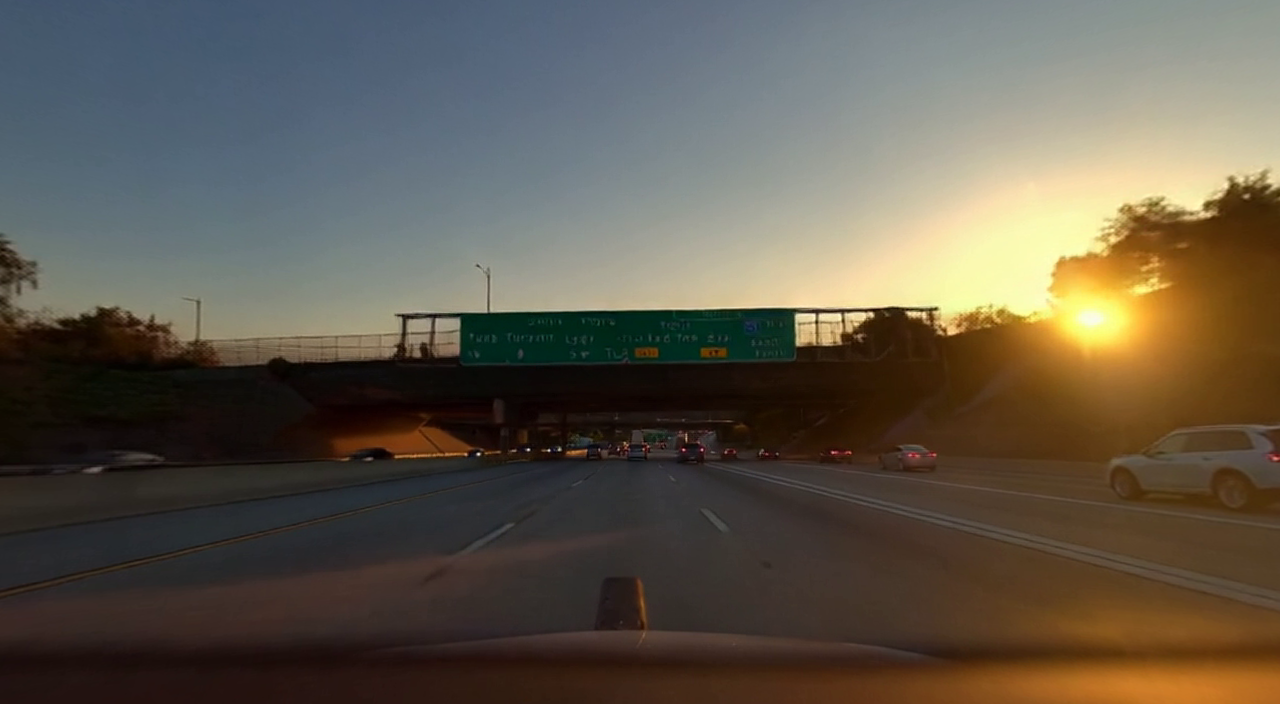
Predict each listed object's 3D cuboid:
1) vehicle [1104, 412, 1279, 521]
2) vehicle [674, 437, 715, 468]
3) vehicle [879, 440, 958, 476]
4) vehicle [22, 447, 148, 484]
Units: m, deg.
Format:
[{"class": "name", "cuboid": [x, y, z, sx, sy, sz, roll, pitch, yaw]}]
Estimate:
[{"class": "vehicle", "cuboid": [14.025, 2.540, 14.130, 2.442, 2.140, 6.462, 0, -9, 2]}, {"class": "vehicle", "cuboid": [3.341, 6.316, 39.514, 2.147, 1.794, 4.538, 0, -9, -1]}, {"class": "vehicle", "cuboid": [14.746, 5.608, 33.638, 2.116, 1.754, 4.727, 0, -9, 1]}, {"class": "vehicle", "cuboid": [-25.486, 5.180, 29.136, 1.851, 1.544, 4.348, 0, -9, 0]}]
